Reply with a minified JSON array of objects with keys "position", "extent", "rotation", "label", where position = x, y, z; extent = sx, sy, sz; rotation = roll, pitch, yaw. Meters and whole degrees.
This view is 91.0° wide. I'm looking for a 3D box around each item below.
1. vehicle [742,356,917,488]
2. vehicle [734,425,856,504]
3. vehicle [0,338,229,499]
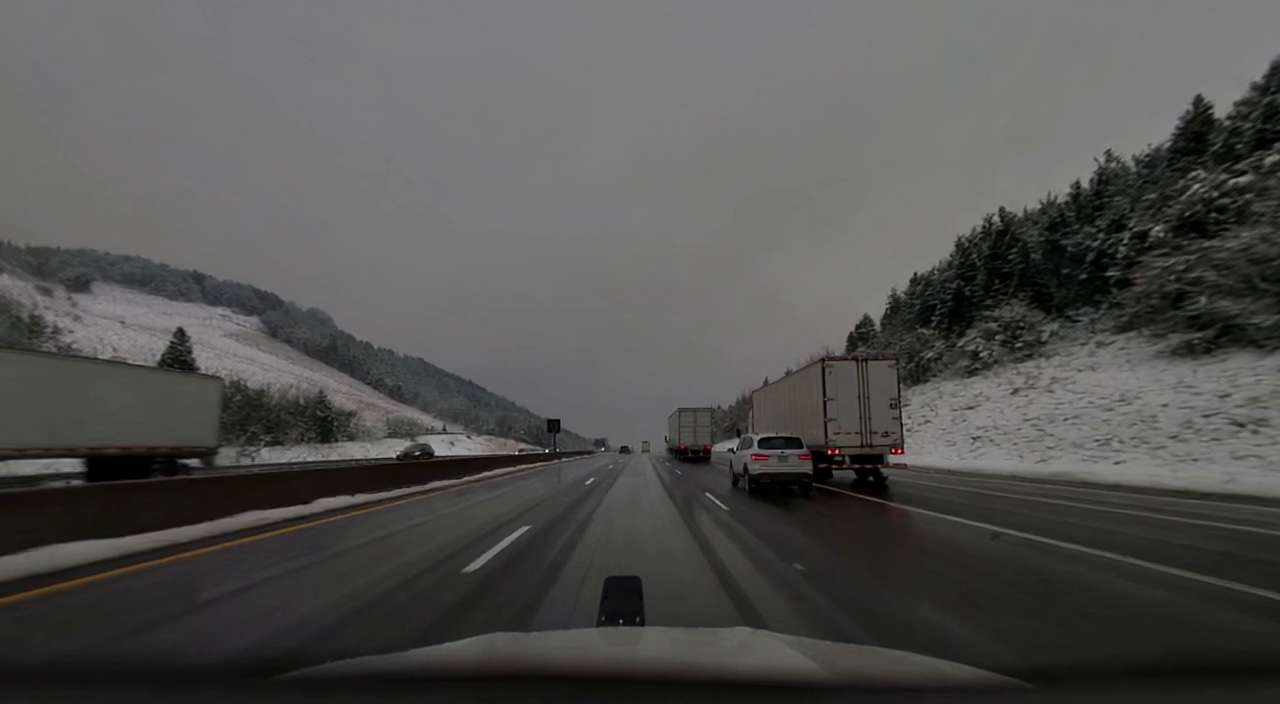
[{"position":[7.323,3.415,28.143],"extent":[2.947,4.199,16.175],"rotation":[0,-9,1],"label":"vehicle"},{"position":[3.796,2.852,16.308],"extent":[2.055,1.737,4.224],"rotation":[0,-9,0],"label":"vehicle"},{"position":[-16.917,1.886,17.079],"extent":[2.841,3.835,12.769],"rotation":[0,-9,0],"label":"vehicle"}]
